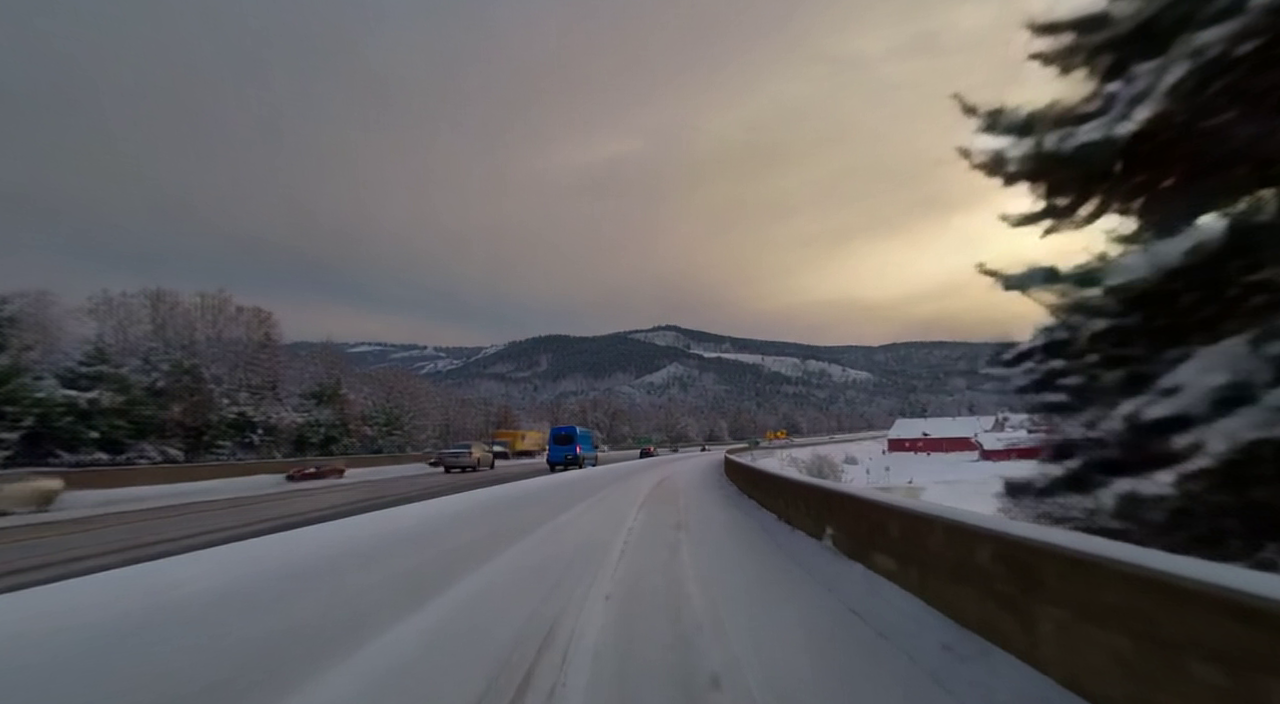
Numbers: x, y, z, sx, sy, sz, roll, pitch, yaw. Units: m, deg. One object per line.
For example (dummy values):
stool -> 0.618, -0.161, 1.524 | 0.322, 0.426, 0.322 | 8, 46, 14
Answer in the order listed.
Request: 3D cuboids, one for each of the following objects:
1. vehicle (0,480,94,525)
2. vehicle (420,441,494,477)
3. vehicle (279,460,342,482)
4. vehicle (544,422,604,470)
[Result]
vehicle -> -23.776, 5.763, 24.414 | 1.714, 1.400, 3.848 | -1, -9, 3
vehicle -> -8.507, 5.006, 29.738 | 1.821, 1.524, 4.342 | -1, -9, 6
vehicle -> -25.101, 9.074, 48.332 | 1.827, 1.473, 4.801 | -1, -9, 6
vehicle -> -3.962, 5.825, 39.163 | 2.314, 2.703, 6.441 | -1, -9, 7
